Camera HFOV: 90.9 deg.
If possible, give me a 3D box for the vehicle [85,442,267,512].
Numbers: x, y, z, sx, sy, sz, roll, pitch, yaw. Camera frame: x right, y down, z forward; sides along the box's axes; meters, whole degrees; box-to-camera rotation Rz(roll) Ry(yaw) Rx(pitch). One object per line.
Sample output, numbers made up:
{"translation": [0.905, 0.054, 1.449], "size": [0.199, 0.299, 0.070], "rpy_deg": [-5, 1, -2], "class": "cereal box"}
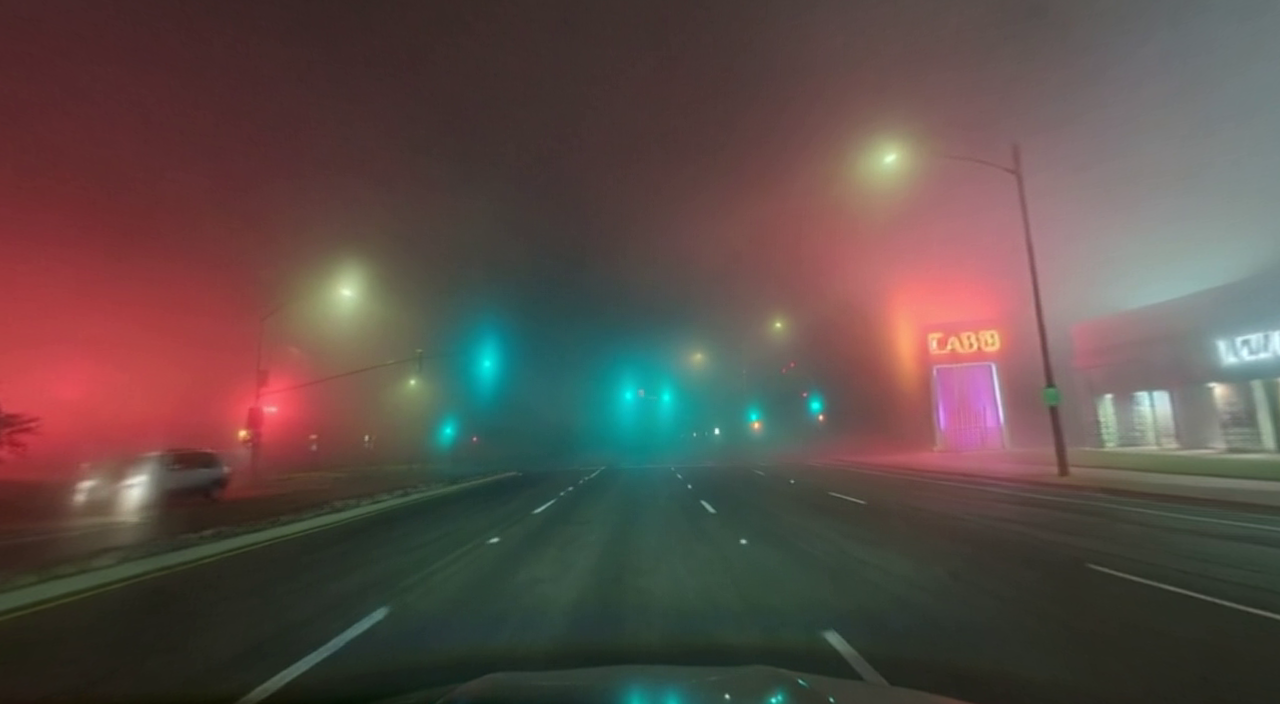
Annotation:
{"translation": [-14.592, 3.885, 20.328], "size": [2.208, 1.924, 5.018], "rpy_deg": [0, -8, -3], "class": "vehicle"}
